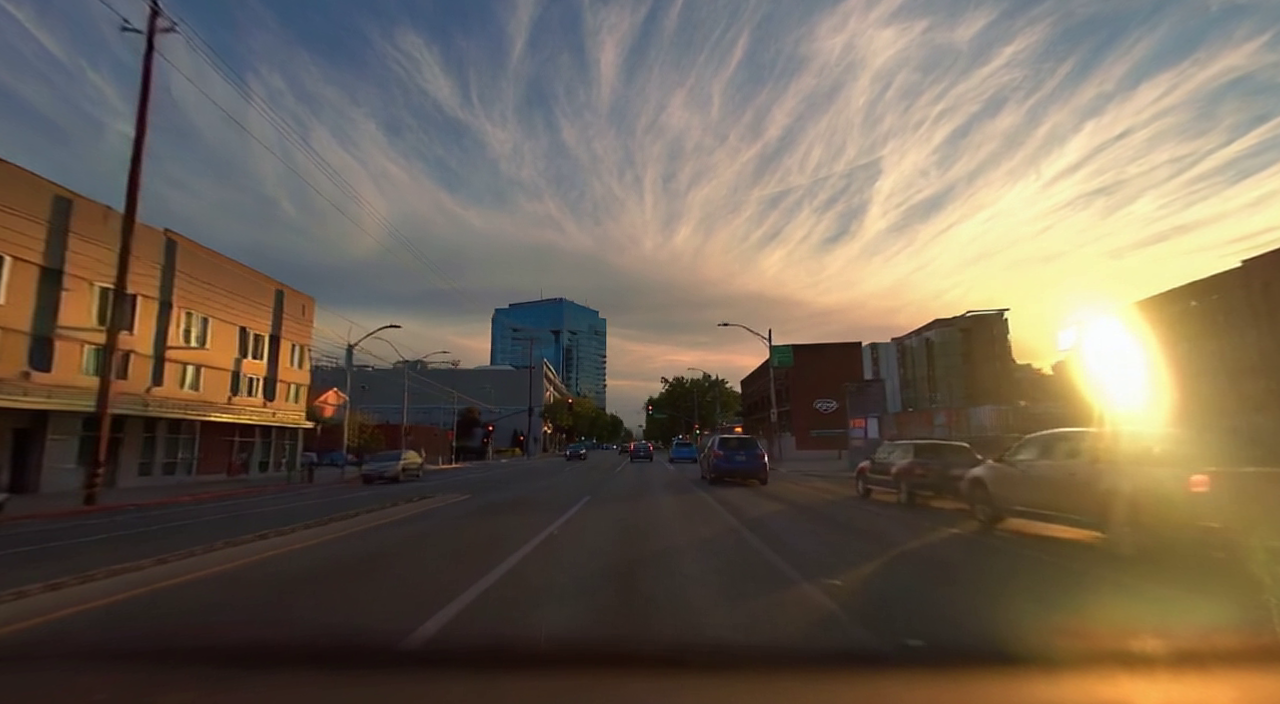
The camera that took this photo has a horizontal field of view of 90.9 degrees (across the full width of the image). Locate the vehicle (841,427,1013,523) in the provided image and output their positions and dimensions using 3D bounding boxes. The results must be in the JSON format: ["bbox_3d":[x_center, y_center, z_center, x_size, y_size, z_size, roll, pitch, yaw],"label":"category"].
[{"bbox_3d":[6.717,2.935,15.491,2.056,1.877,4.597,-3,-9,1],"label":"vehicle"}]

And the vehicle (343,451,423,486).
[{"bbox_3d":[-12.299,5.578,30.509,2.023,1.496,4.529,0,-9,-1],"label":"vehicle"}]

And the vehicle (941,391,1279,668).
[{"bbox_3d":[6.805,1.795,8.477,2.440,2.204,6.276,-7,-6,2],"label":"vehicle"}]

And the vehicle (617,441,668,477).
[{"bbox_3d":[0.145,5.064,30.008,2.245,1.587,4.094,0,-9,1],"label":"vehicle"}]

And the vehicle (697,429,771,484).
[{"bbox_3d":[3.611,4.119,25.074,2.159,1.938,4.836,0,-9,0],"label":"vehicle"}]
